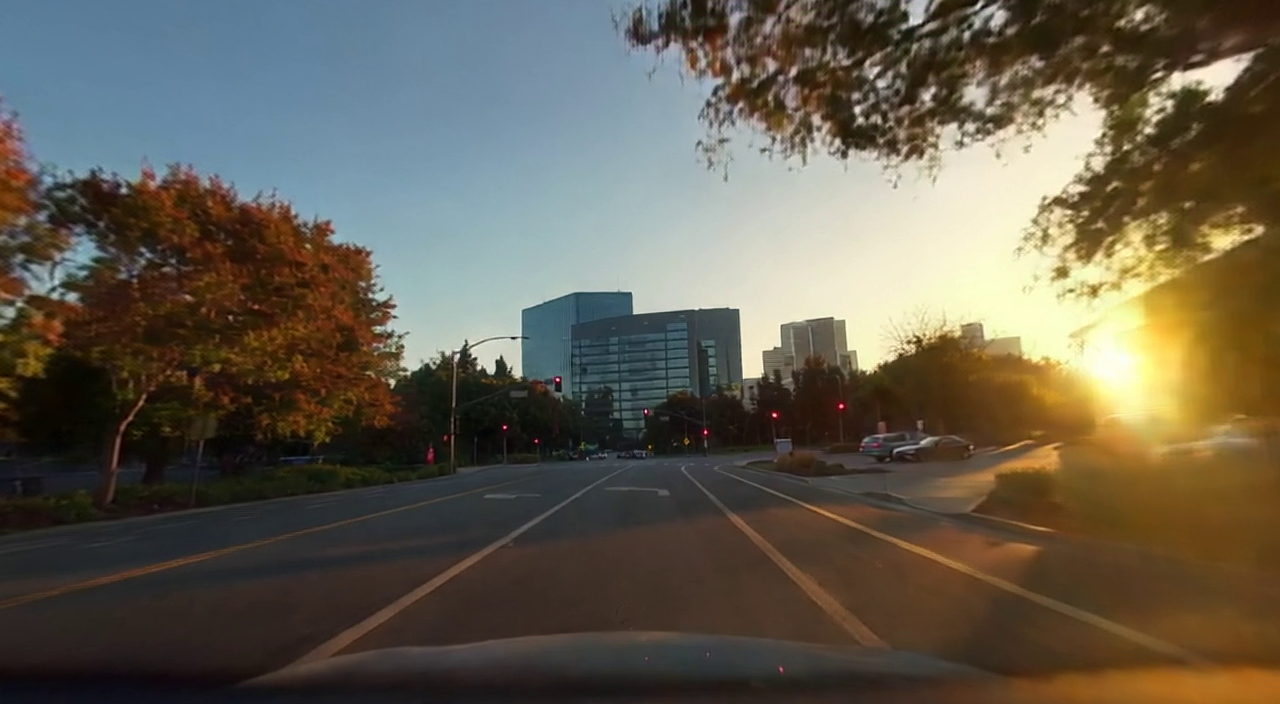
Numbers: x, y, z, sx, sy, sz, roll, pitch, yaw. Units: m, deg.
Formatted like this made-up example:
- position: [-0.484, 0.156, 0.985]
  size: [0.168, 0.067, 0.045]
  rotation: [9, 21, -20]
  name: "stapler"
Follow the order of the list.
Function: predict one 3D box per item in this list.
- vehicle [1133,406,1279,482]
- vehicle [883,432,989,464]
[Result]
- position: [13.629, 1.964, 13.531]
  size: [4.343, 1.500, 2.011]
  rotation: [0, -8, 1]
  name: "vehicle"
- position: [14.273, 4.645, 30.542]
  size: [4.167, 1.476, 1.871]
  rotation: [0, -8, 1]
  name: "vehicle"
